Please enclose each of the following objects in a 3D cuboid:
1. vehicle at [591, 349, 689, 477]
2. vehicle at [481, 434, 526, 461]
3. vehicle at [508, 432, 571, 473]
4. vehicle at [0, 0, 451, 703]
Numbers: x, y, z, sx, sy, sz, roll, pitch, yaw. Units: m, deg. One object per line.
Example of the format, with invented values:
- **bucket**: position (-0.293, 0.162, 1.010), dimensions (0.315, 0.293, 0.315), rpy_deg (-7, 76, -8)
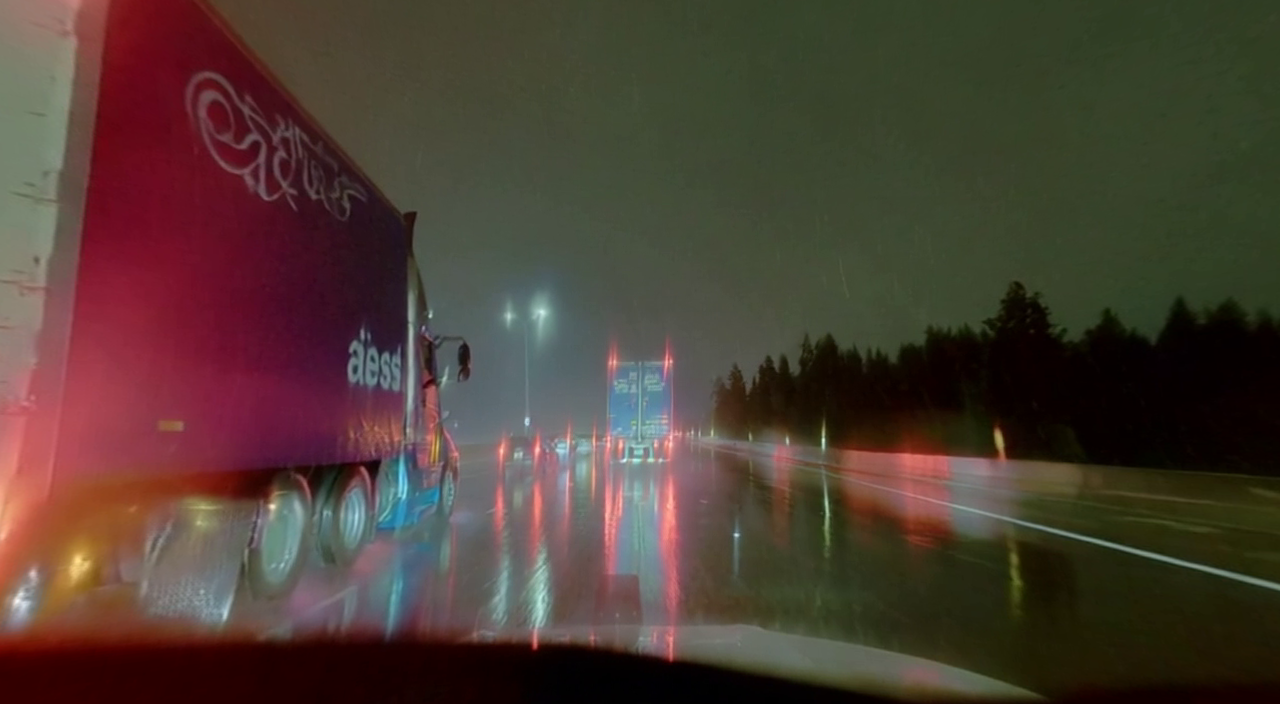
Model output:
- **vehicle**: position (-0.168, 2.671, 25.617), dimensions (3.118, 4.106, 10.719), rpy_deg (0, -8, -2)
- **vehicle**: position (-7.883, 5.513, 36.594), dimensions (1.828, 1.470, 4.079), rpy_deg (0, -8, -2)
- **vehicle**: position (-3.936, 3.982, 25.250), dimensions (1.933, 1.492, 3.838), rpy_deg (0, -8, -1)
- **vehicle**: position (-4.041, 0.093, 5.762), dimensions (3.007, 4.031, 6.044), rpy_deg (1, -7, -4)
